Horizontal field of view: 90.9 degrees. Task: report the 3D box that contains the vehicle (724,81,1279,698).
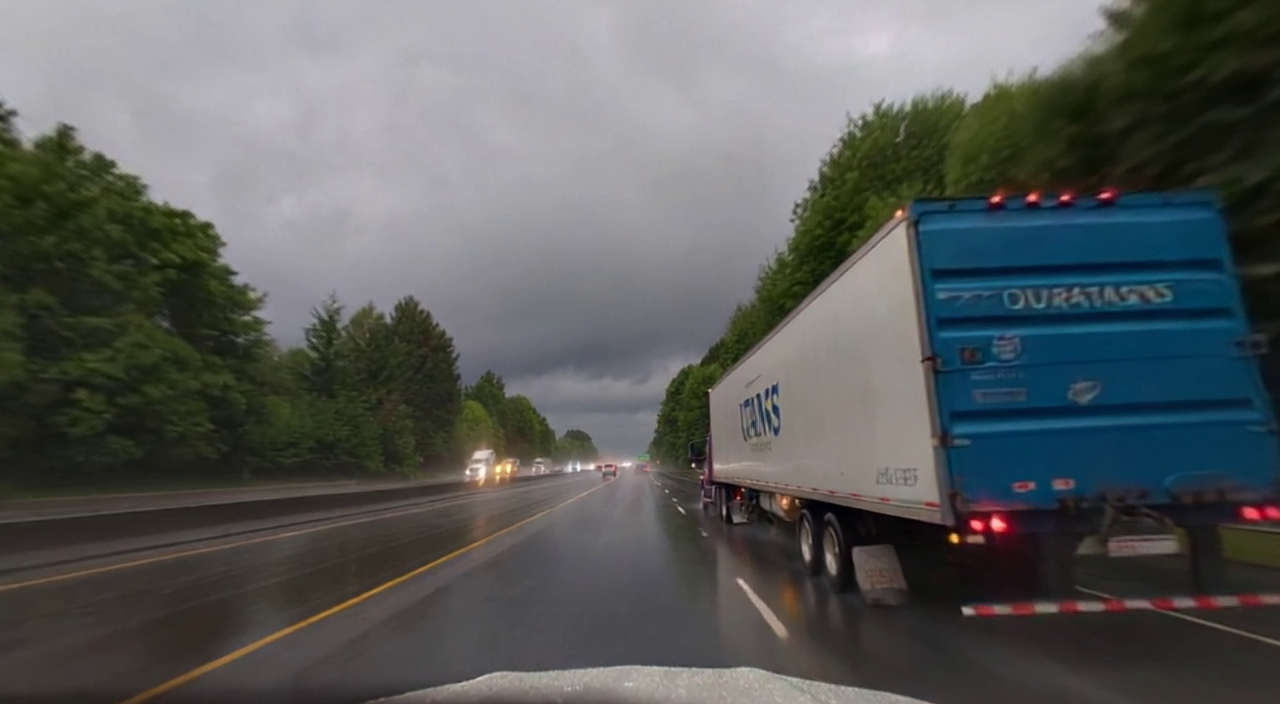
[{"bbox_3d":[3.446,1.034,9.363,2.871,4.032,10.642,1,-10,0],"label":"vehicle"}]
